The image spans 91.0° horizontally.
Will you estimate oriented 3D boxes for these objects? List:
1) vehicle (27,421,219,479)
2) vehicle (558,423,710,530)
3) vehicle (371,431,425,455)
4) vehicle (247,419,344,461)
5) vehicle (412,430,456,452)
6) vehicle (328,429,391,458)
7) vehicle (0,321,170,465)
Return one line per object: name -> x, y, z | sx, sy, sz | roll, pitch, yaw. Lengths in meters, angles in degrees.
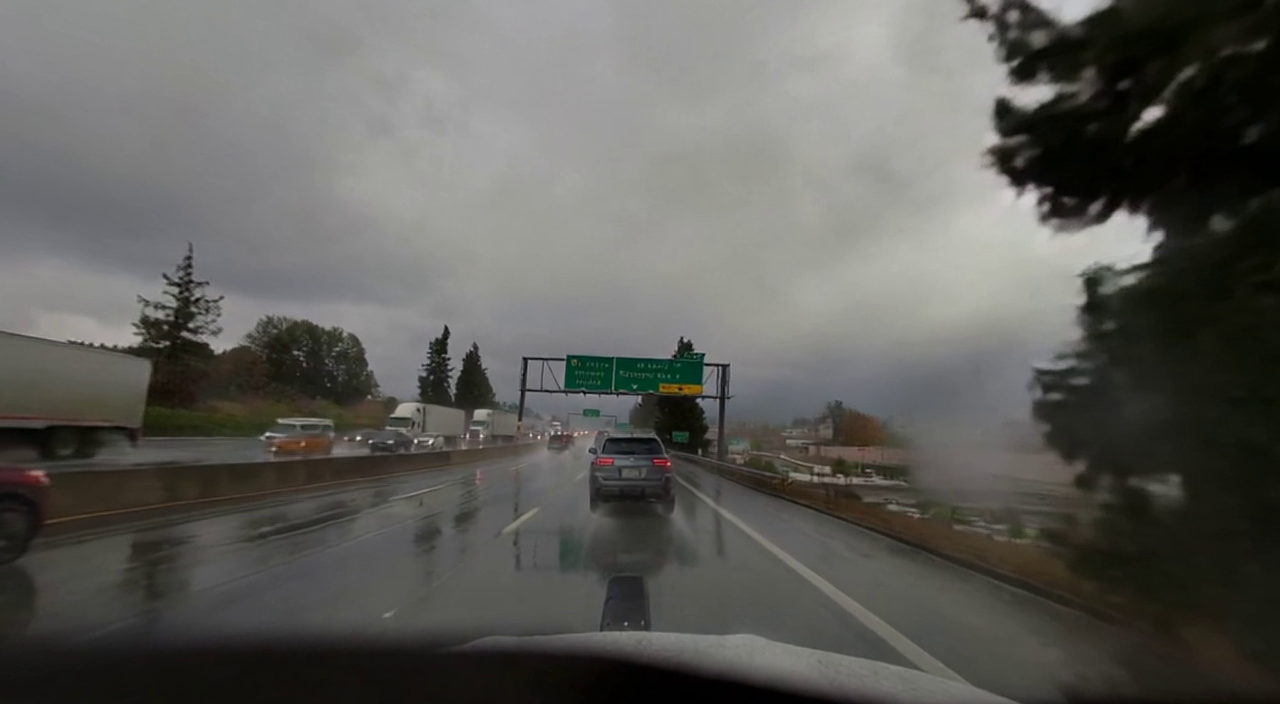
vehicle -> -14.700, 2.817, 18.291 | 1.903, 1.473, 4.391 | 0, -8, -1
vehicle -> -0.122, 2.069, 11.132 | 2.127, 1.497, 4.445 | 0, -8, -1
vehicle -> -15.640, 5.917, 40.873 | 1.865, 1.476, 4.348 | 0, -8, -1
vehicle -> -14.917, 3.872, 27.535 | 1.895, 1.683, 4.224 | 0, -8, -1
vehicle -> -15.784, 6.848, 48.326 | 2.004, 1.551, 4.231 | 0, -8, -1
vehicle -> -15.415, 5.061, 34.756 | 1.773, 1.481, 3.722 | 0, -8, -1
vehicle -> -18.775, 1.394, 18.957 | 2.864, 3.858, 8.249 | 0, -8, -1
